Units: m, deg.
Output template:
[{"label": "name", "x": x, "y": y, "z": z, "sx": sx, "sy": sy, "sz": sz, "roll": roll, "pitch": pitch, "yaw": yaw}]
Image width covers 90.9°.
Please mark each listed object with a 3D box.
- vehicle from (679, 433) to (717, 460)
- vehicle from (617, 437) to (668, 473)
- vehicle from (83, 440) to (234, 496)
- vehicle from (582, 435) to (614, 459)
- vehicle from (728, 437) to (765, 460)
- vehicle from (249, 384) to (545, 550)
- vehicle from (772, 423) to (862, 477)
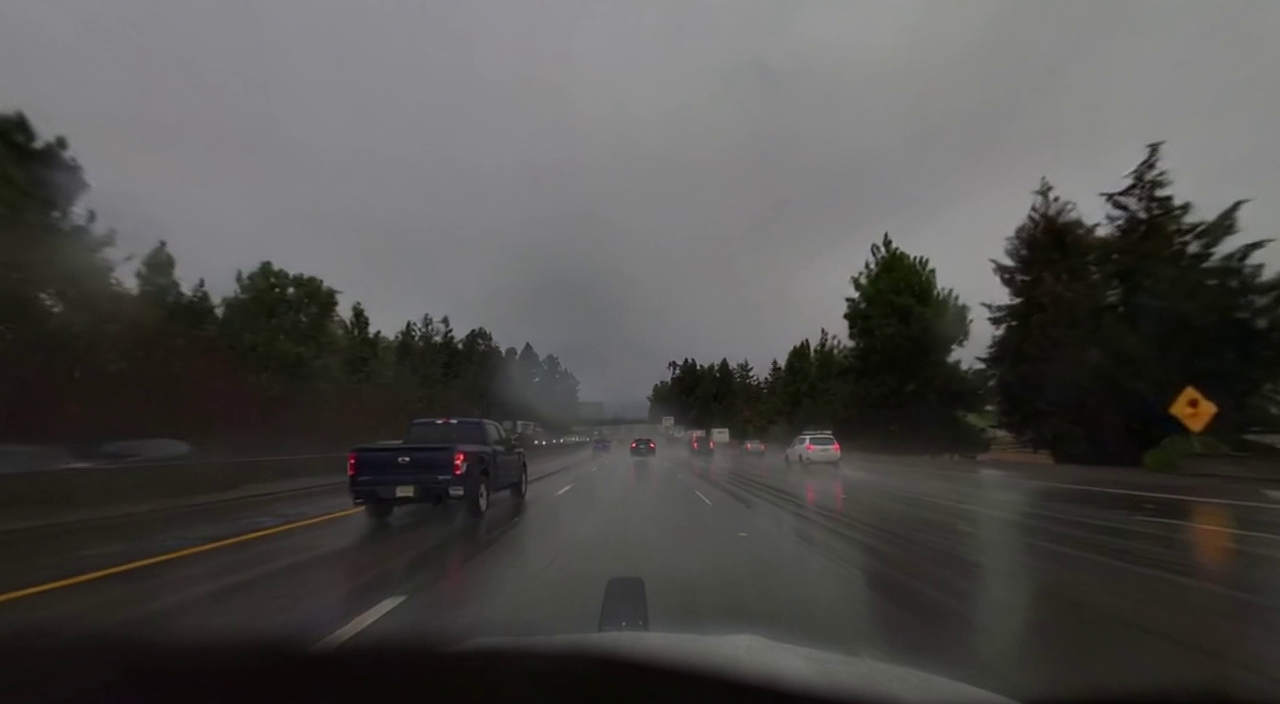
[{"label": "vehicle", "x": 4.091, "y": 6.795, "z": 45.543, "sx": 2.272, "sy": 1.803, "sz": 5.416, "roll": 0, "pitch": -8, "yaw": 0}, {"label": "vehicle", "x": 0.088, "y": 4.500, "z": 27.763, "sx": 2.071, "sy": 1.464, "sz": 4.162, "roll": 0, "pitch": -8, "yaw": 0}, {"label": "vehicle", "x": -20.410, "y": 4.892, "z": 27.173, "sx": 2.109, "sy": 2.143, "sz": 5.501, "roll": 0, "pitch": -8, "yaw": 0}, {"label": "vehicle", "x": -3.179, "y": 7.346, "z": 48.704, "sx": 2.140, "sy": 1.720, "sz": 4.410, "roll": 0, "pitch": -8, "yaw": 0}, {"label": "vehicle", "x": 7.523, "y": 6.890, "z": 45.032, "sx": 1.894, "sy": 1.511, "sz": 4.148, "roll": 0, "pitch": -8, "yaw": -1}, {"label": "vehicle", "x": -3.366, "y": 1.799, "z": 10.516, "sx": 2.487, "sy": 1.979, "sz": 5.742, "roll": 0, "pitch": -8, "yaw": 2}, {"label": "vehicle", "x": 6.913, "y": 3.904, "z": 25.301, "sx": 2.094, "sy": 1.916, "sz": 5.099, "roll": 0, "pitch": -8, "yaw": 0}]
